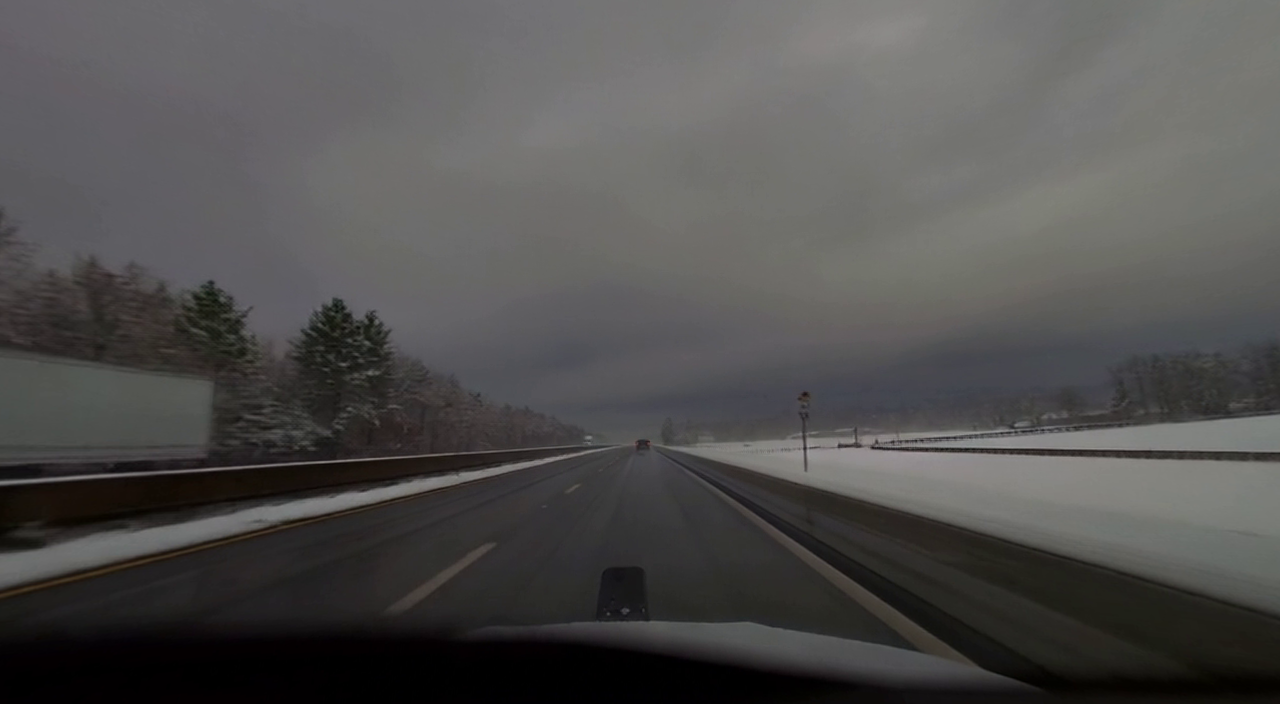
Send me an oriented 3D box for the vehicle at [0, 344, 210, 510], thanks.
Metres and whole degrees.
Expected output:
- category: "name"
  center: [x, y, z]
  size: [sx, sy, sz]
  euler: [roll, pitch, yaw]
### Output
- category: "vehicle"
  center: [-16.986, 1.841, 15.327]
  size: [3.046, 3.954, 13.985]
  euler: [0, -8, 0]
